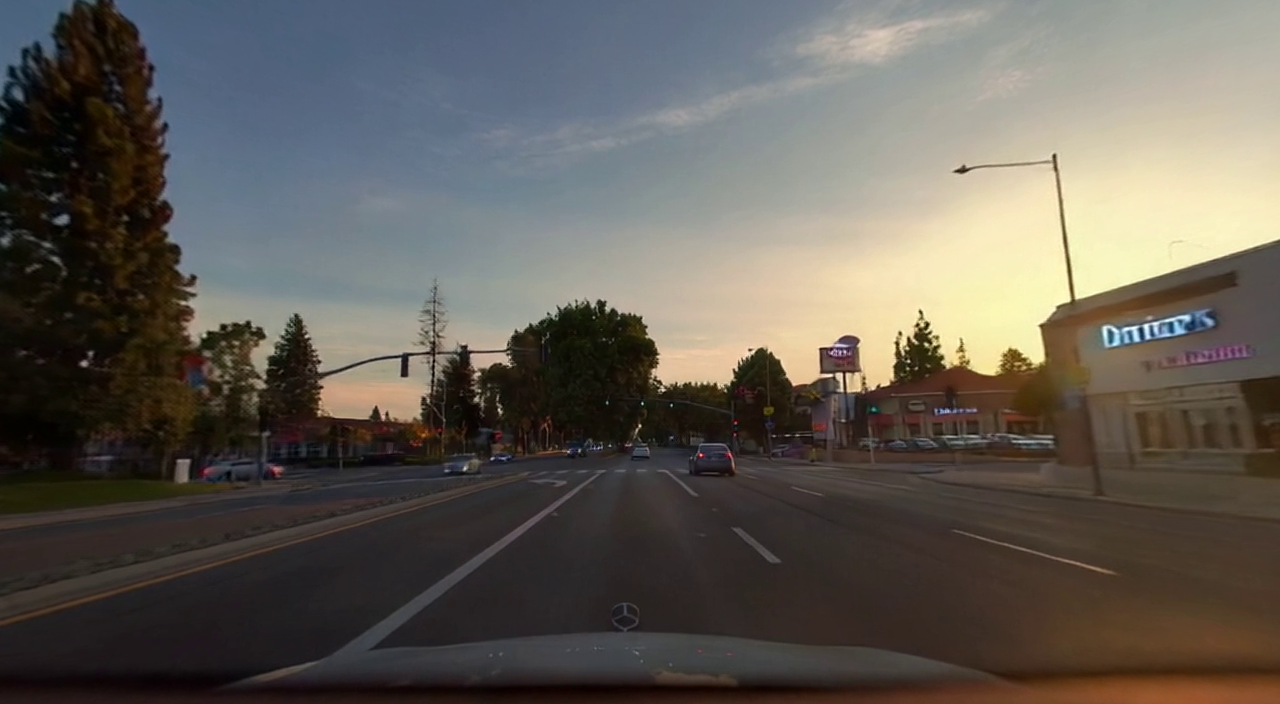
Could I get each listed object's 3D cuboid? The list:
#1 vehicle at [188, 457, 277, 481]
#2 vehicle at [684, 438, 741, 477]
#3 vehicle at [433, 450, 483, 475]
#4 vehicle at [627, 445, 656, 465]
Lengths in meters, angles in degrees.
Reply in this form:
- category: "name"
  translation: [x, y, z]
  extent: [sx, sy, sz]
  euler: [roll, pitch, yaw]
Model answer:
- category: "vehicle"
  translation: [-30.680, 8.836, 47.686]
  extent: [5.007, 1.652, 2.378]
  euler: [0, -8, -1]
- category: "vehicle"
  translation: [3.311, 4.924, 29.724]
  extent: [2.022, 1.643, 4.326]
  euler: [0, -8, -2]
- category: "vehicle"
  translation: [-11.799, 7.167, 41.344]
  extent: [1.891, 1.481, 4.533]
  euler: [0, -8, 0]
- category: "vehicle"
  translation: [0.094, 7.888, 48.556]
  extent: [2.135, 1.468, 4.076]
  euler: [0, -8, -1]
